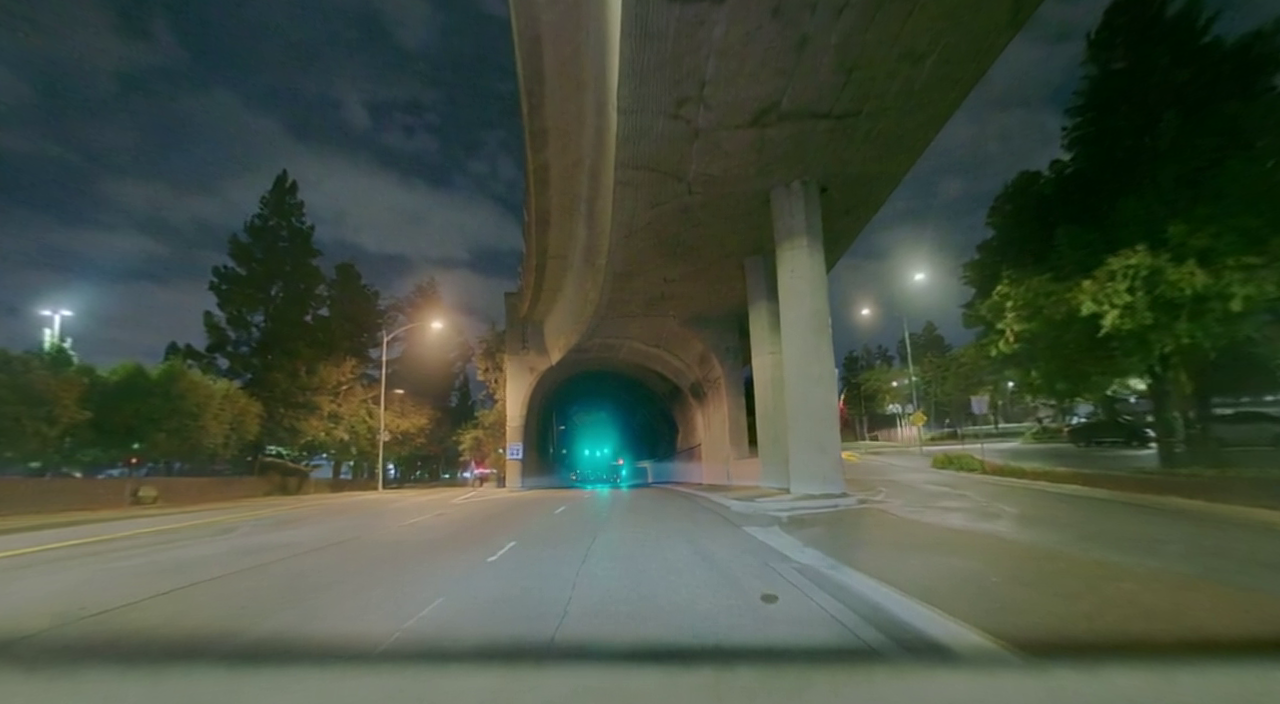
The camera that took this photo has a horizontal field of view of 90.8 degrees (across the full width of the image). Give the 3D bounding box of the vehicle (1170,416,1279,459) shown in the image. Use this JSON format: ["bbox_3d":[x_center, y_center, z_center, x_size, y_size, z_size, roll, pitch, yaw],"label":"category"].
[{"bbox_3d":[25.175,3.520,26.433,1.794,1.488,4.553,0,-4,-5],"label":"vehicle"}]

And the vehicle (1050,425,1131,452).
[{"bbox_3d":[27.386,5.242,38.559,1.901,1.525,3.948,-1,-7,-3],"label":"vehicle"}]

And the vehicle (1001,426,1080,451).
[{"bbox_3d":[24.677,5.381,39.105,1.931,1.465,4.207,0,-8,-4],"label":"vehicle"}]
